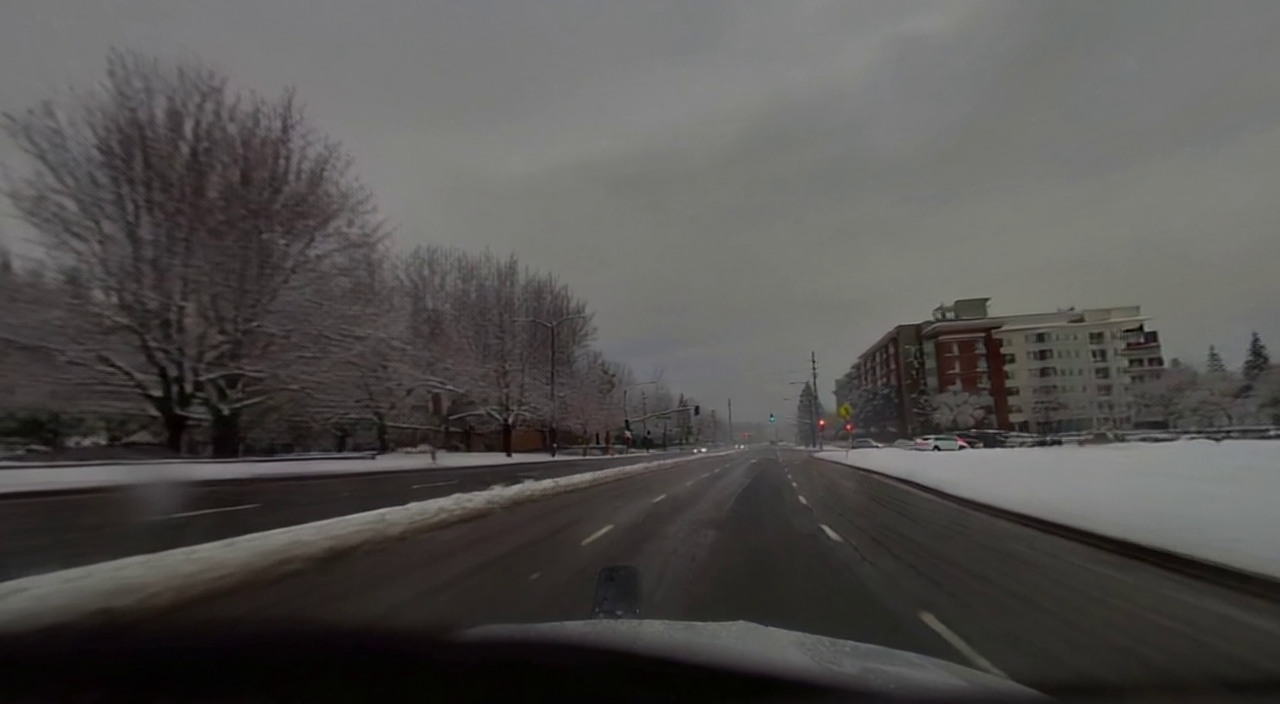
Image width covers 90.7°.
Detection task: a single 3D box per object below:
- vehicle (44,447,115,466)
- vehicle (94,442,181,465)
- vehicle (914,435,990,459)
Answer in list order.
[{"bbox_3d":[-43.890,8.165,49.673,1.713,1.421,3.799,-2,-9,12],"label":"vehicle"},{"bbox_3d":[-38.724,7.841,48.949,1.946,1.658,5.042,-2,-9,13],"label":"vehicle"},{"bbox_3d":[21.643,6.611,44.076,4.341,1.479,1.729,-3,-7,13],"label":"vehicle"}]
